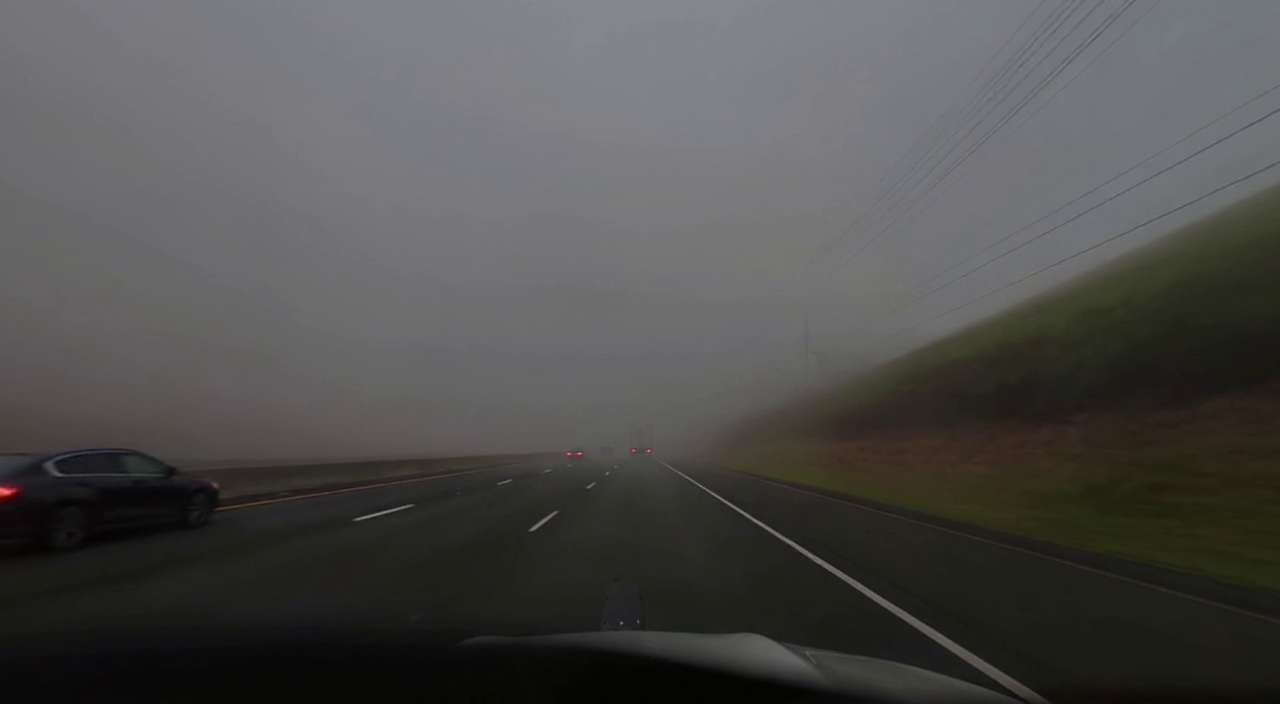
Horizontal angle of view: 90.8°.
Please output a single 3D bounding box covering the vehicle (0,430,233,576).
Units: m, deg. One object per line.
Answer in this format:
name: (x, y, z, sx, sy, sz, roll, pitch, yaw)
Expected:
vehicle: (-7.411, 1.763, 7.895, 1.915, 1.454, 3.996, 0, -9, 1)
